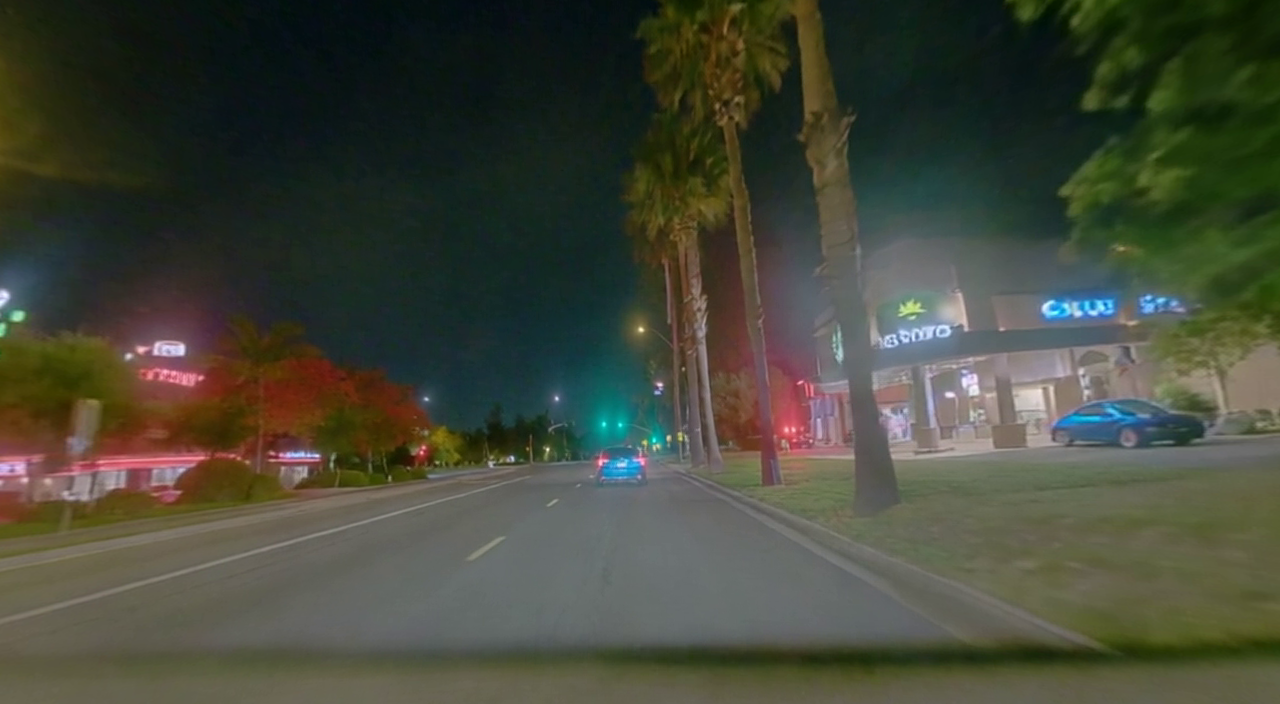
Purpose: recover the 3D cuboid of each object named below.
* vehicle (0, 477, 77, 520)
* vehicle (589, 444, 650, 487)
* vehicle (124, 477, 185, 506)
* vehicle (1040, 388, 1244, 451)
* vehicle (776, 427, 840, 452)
[{"bbox_3d":[-30.292,7.013,30.284,2.092,1.719,4.868,0,-8,0],"label":"vehicle"},{"bbox_3d":[-0.767,4.325,24.489,2.156,1.462,4.495,0,-8,-1],"label":"vehicle"},{"bbox_3d":[-31.668,9.049,41.296,1.791,1.511,4.030,2,-9,-17],"label":"vehicle"},{"bbox_3d":[13.332,1.935,17.243,1.827,1.497,4.468,0,-8,-1],"label":"vehicle"},{"bbox_3d":[12.516,6.629,47.395,1.873,1.657,4.557,6,-12,-31],"label":"vehicle"}]
